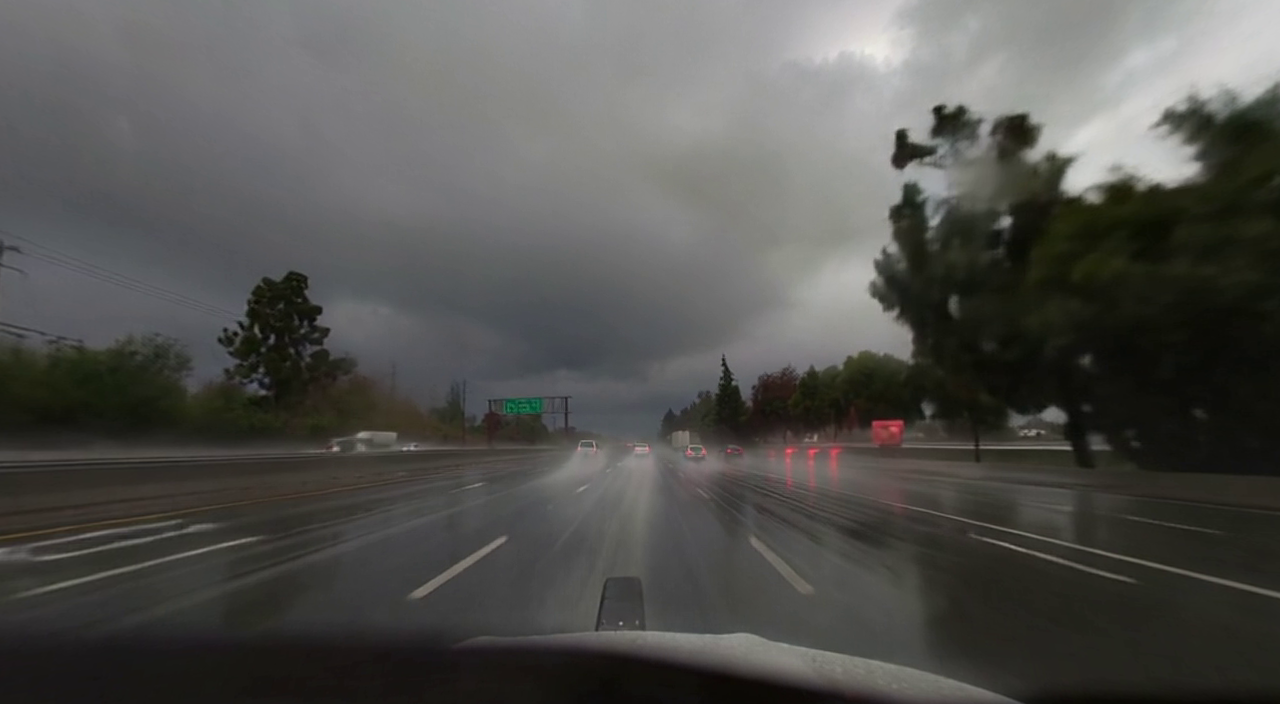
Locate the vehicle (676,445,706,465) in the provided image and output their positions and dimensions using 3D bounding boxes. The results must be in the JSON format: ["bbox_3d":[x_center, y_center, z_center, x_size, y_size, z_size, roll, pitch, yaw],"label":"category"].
[{"bbox_3d":[3.938,8.069,49.419,2.076,1.506,4.050,0,-9,0],"label":"vehicle"}]

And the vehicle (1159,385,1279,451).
[{"bbox_3d":[42.069,4.382,41.165,2.955,4.183,15.830,0,-9,0],"label":"vehicle"}]
